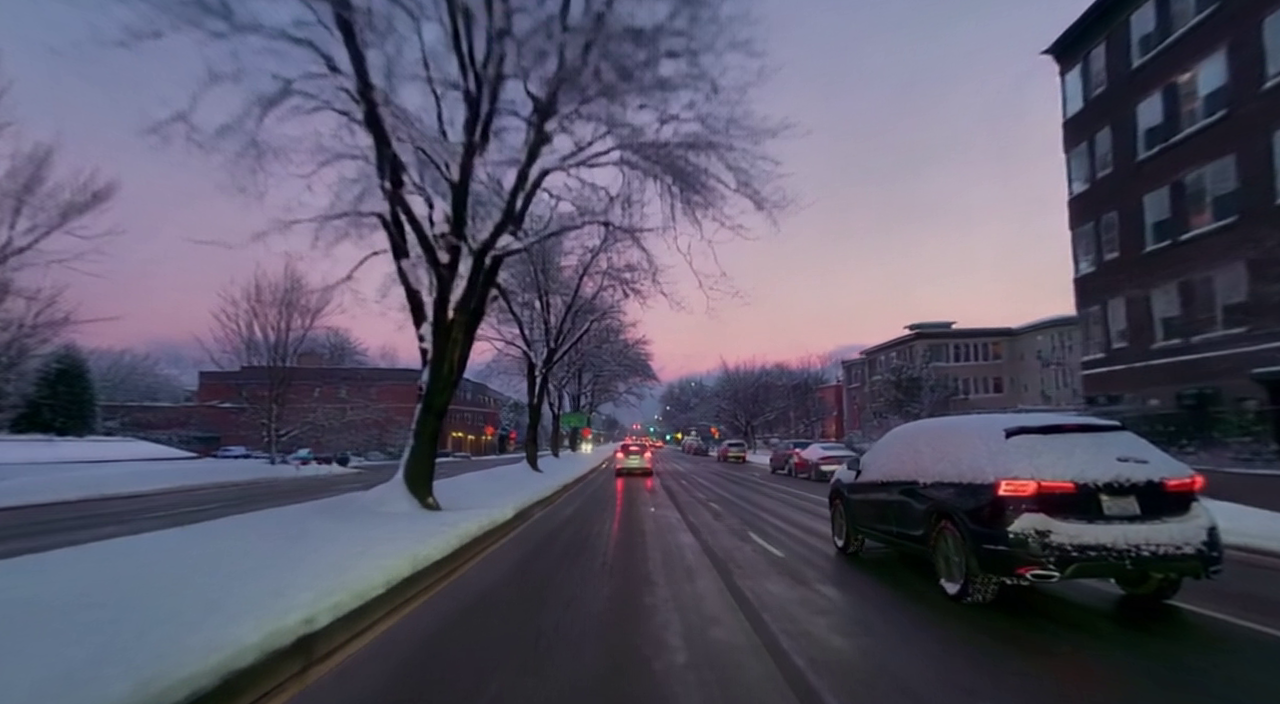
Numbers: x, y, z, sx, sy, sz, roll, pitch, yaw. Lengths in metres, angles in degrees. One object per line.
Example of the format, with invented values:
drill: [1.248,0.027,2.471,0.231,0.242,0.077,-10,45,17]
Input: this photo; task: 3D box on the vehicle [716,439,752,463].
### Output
vehicle: [7.281,7.745,49.374,2.115,1.739,4.528,0,-9,-1]

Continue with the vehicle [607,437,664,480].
vehicle: [-0.175,4.046,24.153,2.006,1.487,3.535,0,-9,0]

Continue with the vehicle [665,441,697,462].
vehicle: [3.012,7.401,46.943,1.910,1.474,4.003,0,-9,-2]

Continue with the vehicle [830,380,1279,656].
vehicle: [3.478,1.337,6.072,1.949,1.723,4.020,0,-9,-1]
